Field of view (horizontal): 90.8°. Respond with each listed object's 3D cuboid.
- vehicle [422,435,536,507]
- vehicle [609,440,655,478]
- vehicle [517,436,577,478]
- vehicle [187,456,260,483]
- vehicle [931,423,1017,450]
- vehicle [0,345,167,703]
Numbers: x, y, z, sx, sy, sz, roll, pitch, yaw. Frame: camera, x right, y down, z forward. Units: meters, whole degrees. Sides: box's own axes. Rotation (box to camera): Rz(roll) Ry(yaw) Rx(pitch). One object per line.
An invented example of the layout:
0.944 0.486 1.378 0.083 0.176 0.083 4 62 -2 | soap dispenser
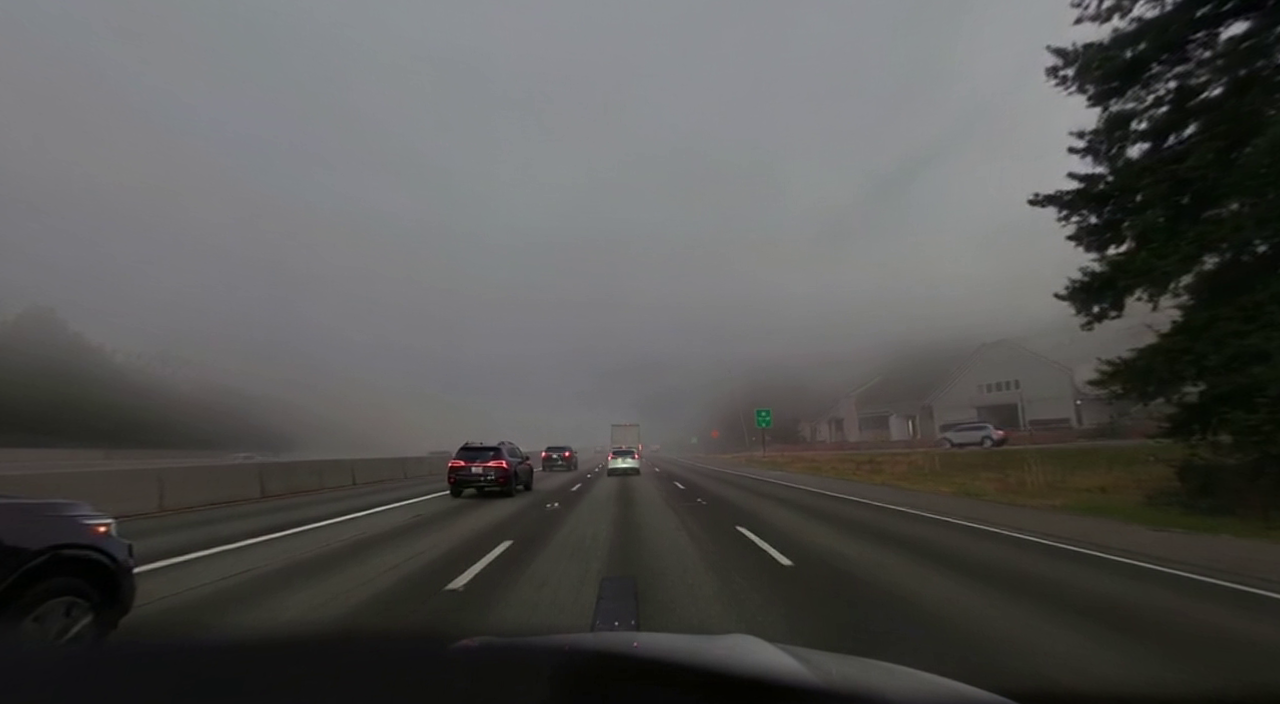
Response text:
-4.103 3.095 16.842 1.988 1.668 4.021 0 -9 0 | vehicle
-0.400 5.132 30.574 2.063 1.703 4.203 0 -9 -1 | vehicle
-4.603 5.301 32.108 2.301 1.944 5.482 0 -9 -1 | vehicle
-28.173 7.955 42.917 1.996 1.677 4.250 0 -9 1 | vehicle
19.262 4.966 36.677 1.894 1.458 4.268 3 -9 -16 | vehicle
-3.480 0.615 0.984 2.027 1.713 4.490 0 -9 -1 | vehicle
